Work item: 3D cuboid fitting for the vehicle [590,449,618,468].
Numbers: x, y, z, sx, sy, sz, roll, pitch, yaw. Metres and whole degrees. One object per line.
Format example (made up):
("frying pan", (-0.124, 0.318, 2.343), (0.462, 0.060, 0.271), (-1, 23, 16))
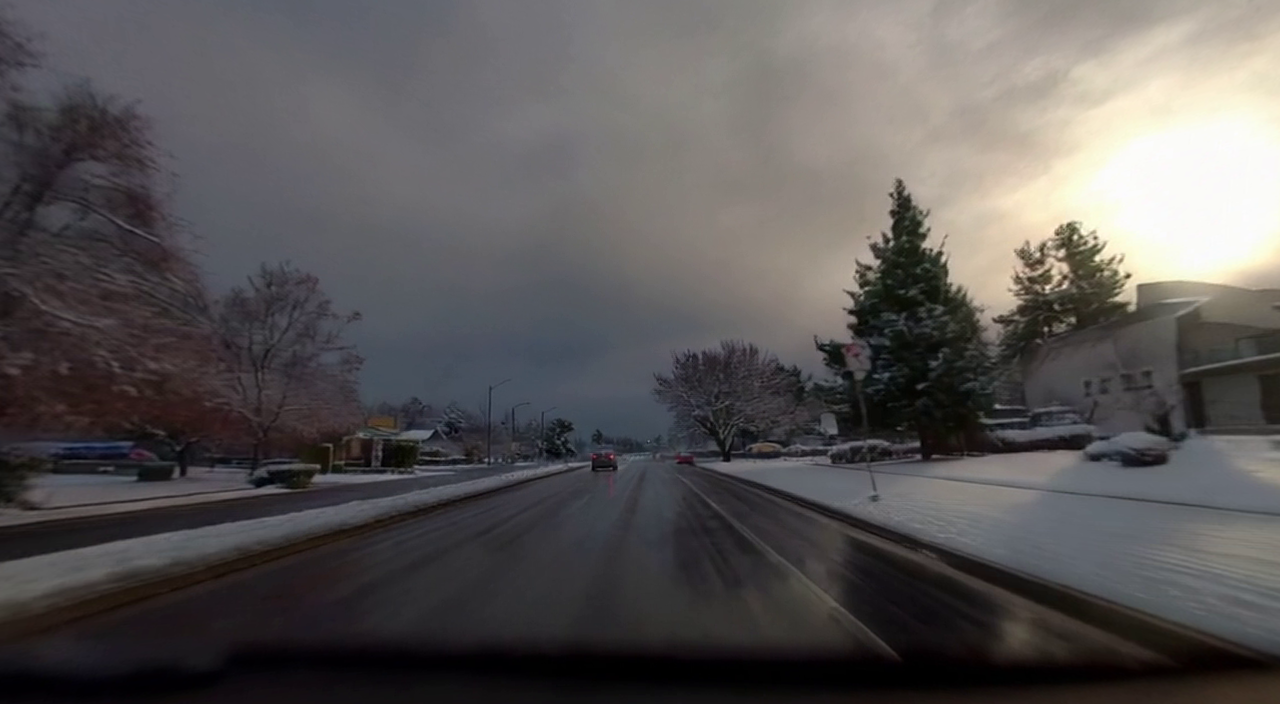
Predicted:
("vehicle", (-2.801, 8.352, 49.788), (1.973, 1.400, 3.915), (0, -8, 1))
